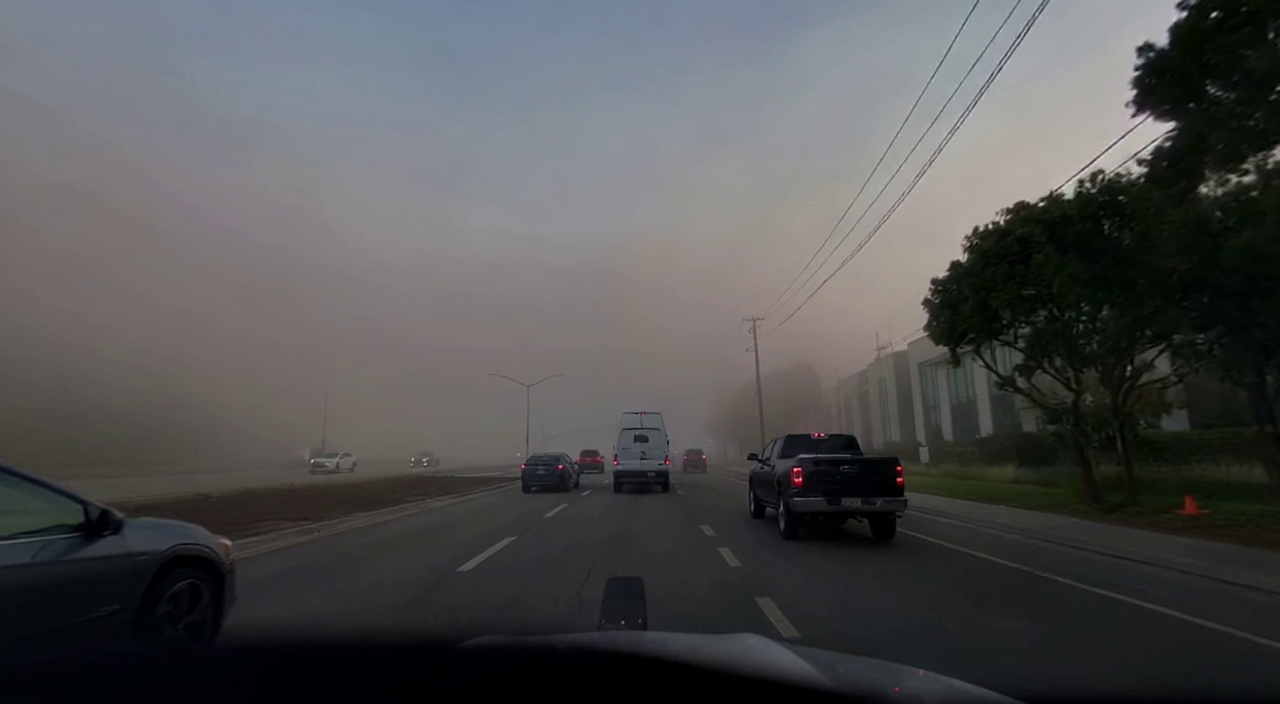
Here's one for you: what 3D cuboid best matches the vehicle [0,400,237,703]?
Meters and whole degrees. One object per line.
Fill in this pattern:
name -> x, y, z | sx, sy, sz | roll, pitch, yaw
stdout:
vehicle -> -3.605, 0.958, 2.117 | 1.934, 1.643, 3.718 | 0, -9, 1

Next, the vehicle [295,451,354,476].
vehicle -> -24.918, 8.821, 49.767 | 2.327, 1.797, 4.963 | 0, -9, -3

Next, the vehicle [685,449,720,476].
vehicle -> 4.178, 7.446, 42.585 | 2.092, 1.696, 4.218 | 0, -9, 1

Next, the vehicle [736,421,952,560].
vehicle -> 3.180, 2.259, 11.008 | 2.283, 1.923, 4.427 | 0, -9, 0

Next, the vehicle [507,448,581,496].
vehicle -> -3.456, 4.411, 23.522 | 1.984, 1.567, 4.311 | 0, -9, 2

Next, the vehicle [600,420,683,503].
vehicle -> 0.187, 3.666, 21.487 | 2.457, 2.440, 5.486 | 0, -9, 3
